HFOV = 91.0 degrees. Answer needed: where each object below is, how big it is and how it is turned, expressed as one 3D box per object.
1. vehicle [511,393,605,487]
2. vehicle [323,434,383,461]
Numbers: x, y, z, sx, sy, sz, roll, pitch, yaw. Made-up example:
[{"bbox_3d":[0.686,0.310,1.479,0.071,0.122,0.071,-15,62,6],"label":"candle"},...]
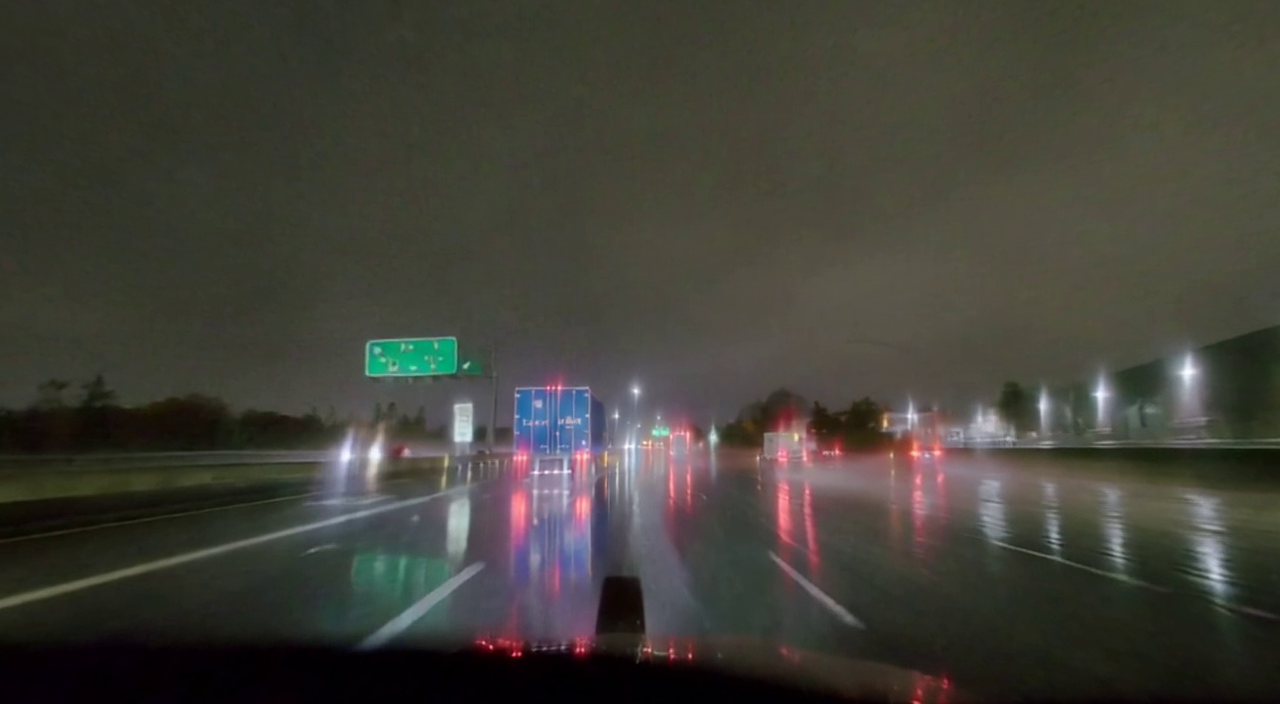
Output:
[{"bbox_3d":[-3.290,3.915,27.704,2.922,3.458,8.360,0,-9,1],"label":"vehicle"},{"bbox_3d":[-18.057,6.067,39.829,1.789,1.594,4.013,0,-9,2],"label":"vehicle"}]
